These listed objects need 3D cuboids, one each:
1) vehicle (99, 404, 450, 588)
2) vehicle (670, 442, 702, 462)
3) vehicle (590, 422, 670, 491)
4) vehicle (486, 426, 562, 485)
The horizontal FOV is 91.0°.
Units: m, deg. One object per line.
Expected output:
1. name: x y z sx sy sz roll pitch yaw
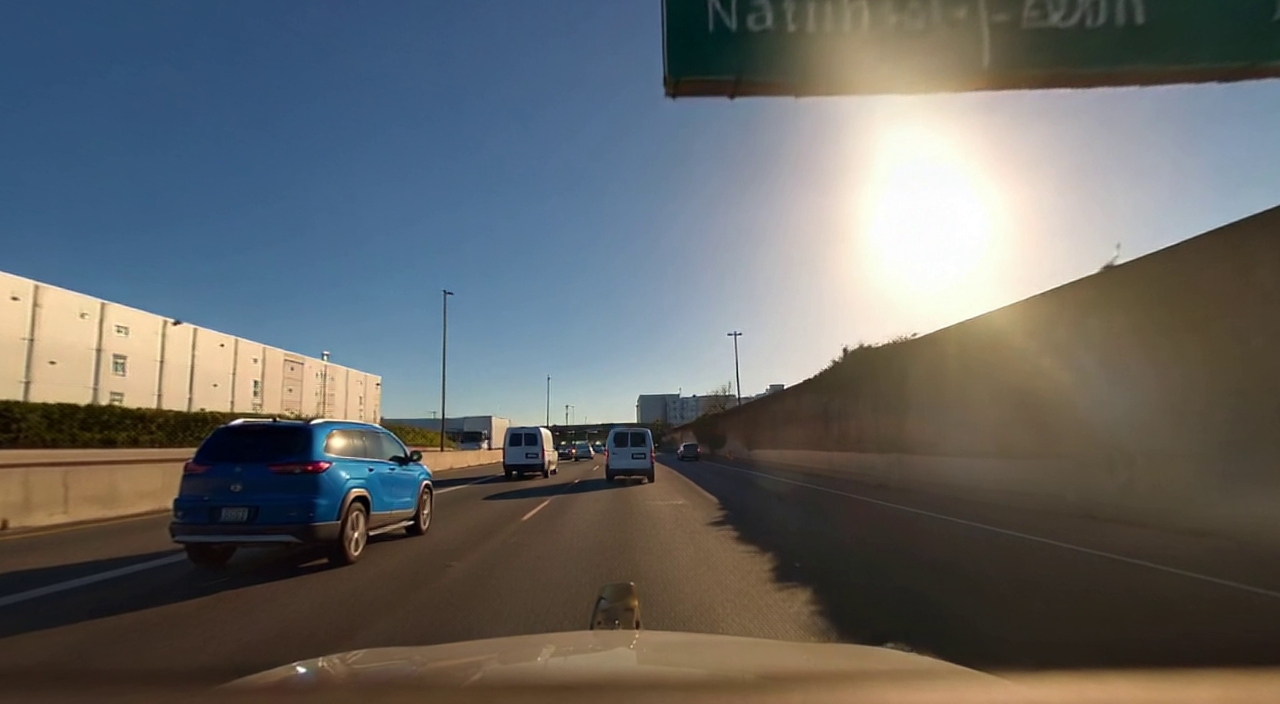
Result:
1. vehicle: -4.095 1.661 8.151 1.972 1.703 4.333 0 -8 -1
2. vehicle: 3.502 7.663 48.448 1.999 1.494 3.833 0 -8 -2
3. vehicle: -0.340 3.316 20.332 2.304 1.925 4.282 0 -8 -1
4. vehicle: -4.185 3.788 23.382 2.038 1.936 4.300 0 -8 -1
